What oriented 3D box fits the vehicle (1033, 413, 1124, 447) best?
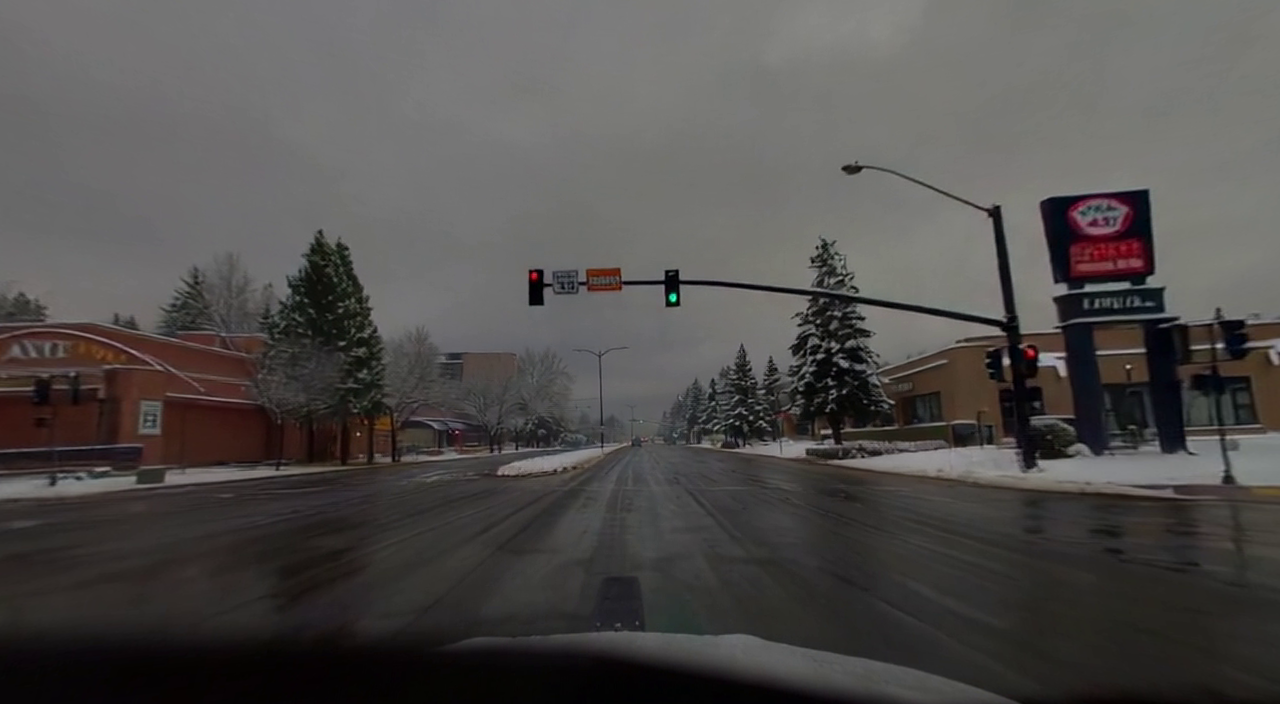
[{"bbox_3d":[24.314,4.415,35.226,1.948,1.776,4.266,0,-9,-1],"label":"vehicle"}]
